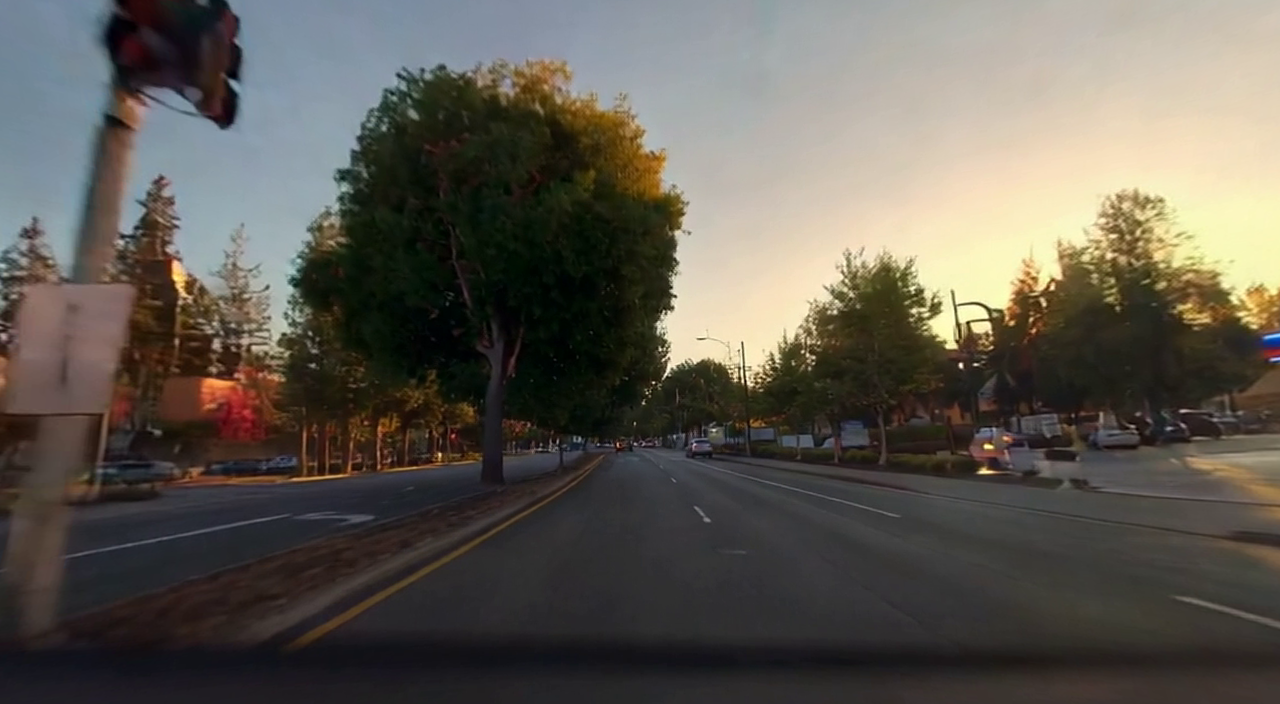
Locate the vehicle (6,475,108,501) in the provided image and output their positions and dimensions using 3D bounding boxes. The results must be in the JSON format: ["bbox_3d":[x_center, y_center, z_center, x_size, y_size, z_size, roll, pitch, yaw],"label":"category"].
[{"bbox_3d":[-36.290,8.451,39.365,4.646,1.463,1.995,-1,-8,7],"label":"vehicle"}]

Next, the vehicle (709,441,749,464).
[{"bbox_3d":[6.248,7.132,44.871,1.990,1.508,4.426,0,-8,-2],"label":"vehicle"}]

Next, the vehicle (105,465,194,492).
[{"bbox_3d":[-34.660,8.921,44.689,4.935,1.755,1.918,-1,-8,8],"label":"vehicle"}]
